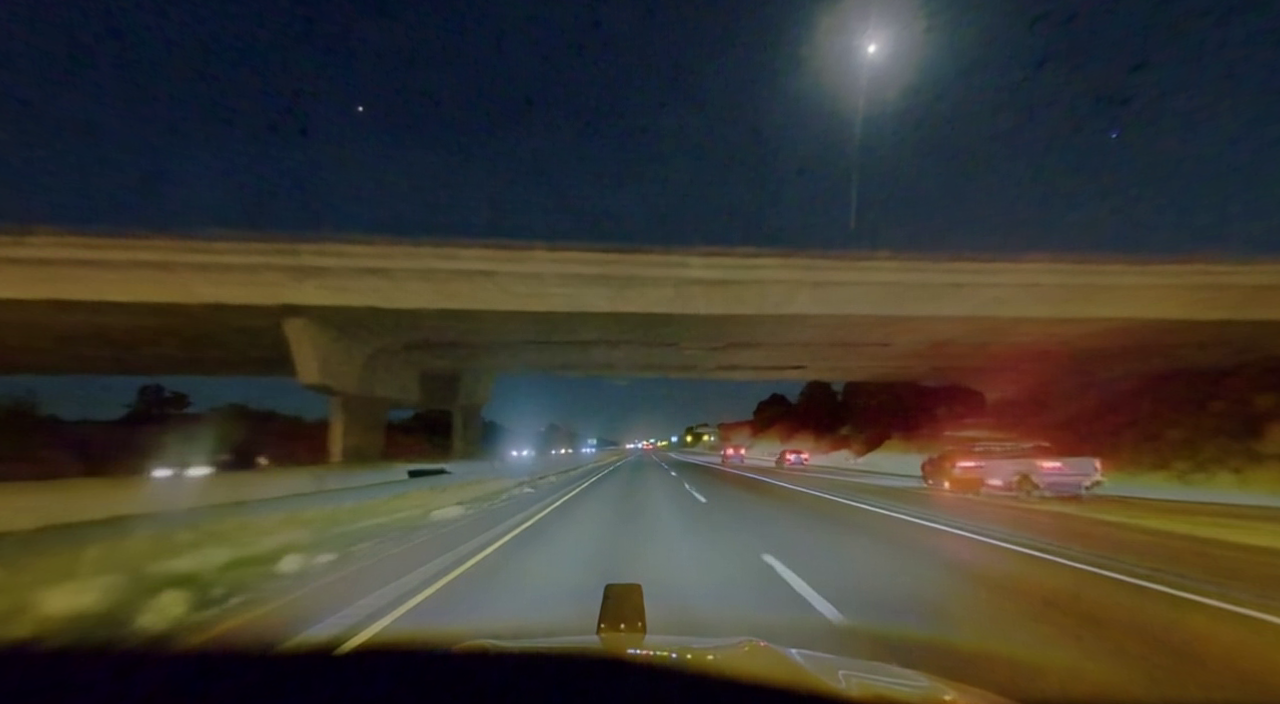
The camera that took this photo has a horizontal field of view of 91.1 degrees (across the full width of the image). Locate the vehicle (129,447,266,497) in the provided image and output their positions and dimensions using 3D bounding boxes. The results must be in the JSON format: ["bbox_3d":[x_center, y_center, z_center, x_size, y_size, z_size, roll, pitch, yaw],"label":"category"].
[{"bbox_3d":[-16.748,4.522,24.087,1.985,1.694,4.333,0,-8,1],"label":"vehicle"}]

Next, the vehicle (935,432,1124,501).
[{"bbox_3d":[13.521,3.971,22.422,2.533,2.111,5.525,2,-9,-11],"label":"vehicle"}]

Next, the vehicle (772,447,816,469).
[{"bbox_3d":[11.179,7.701,45.835,1.927,1.472,4.076,0,-8,-3],"label":"vehicle"}]
